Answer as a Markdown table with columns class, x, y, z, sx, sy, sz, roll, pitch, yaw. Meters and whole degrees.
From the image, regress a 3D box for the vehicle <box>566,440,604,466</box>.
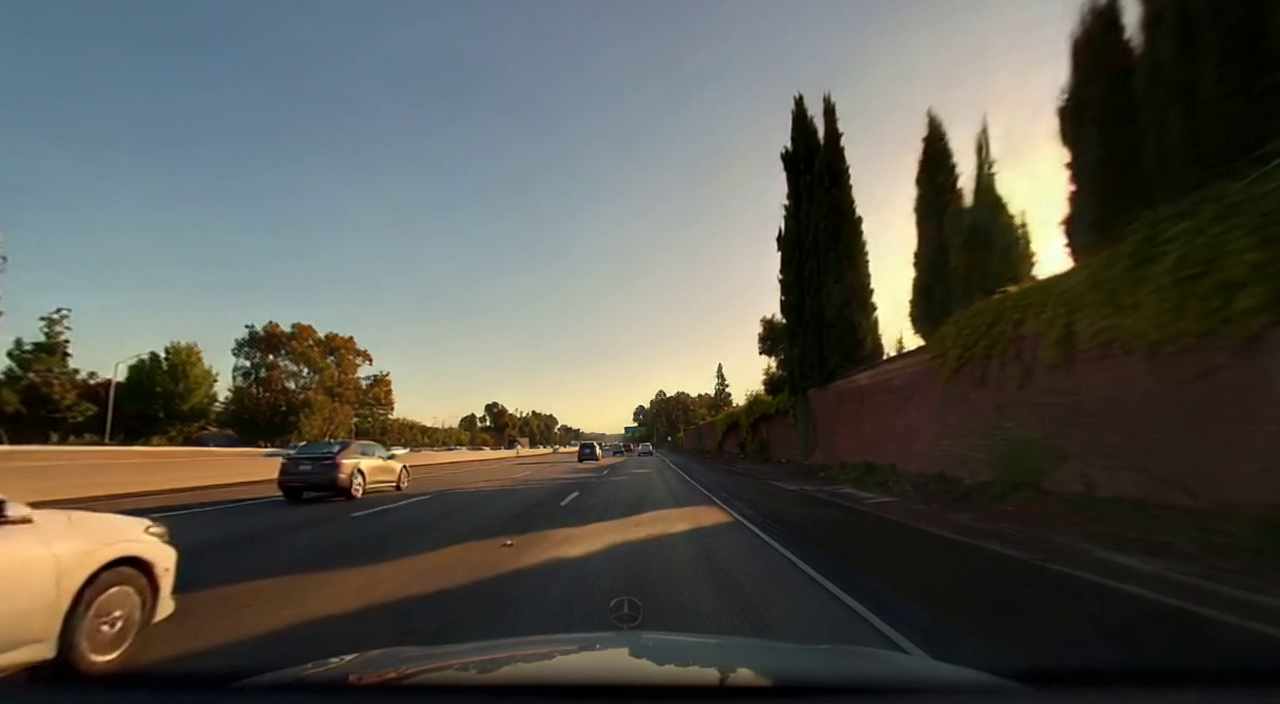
| class | x | y | z | sx | sy | sz | roll | pitch | yaw |
| --- | --- | --- | --- | --- | --- | --- | --- | --- | --- |
| vehicle | -3.585 | 6.633 | 41.532 | 2.036 | 1.636 | 4.511 | 0 | -8 | 1 |

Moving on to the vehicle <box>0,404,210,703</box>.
| class | x | y | z | sx | sy | sz | roll | pitch | yaw |
| --- | --- | --- | --- | --- | --- | --- | --- | --- | --- |
| vehicle | -3.753 | 0.807 | 1.547 | 1.945 | 1.484 | 4.803 | 0 | -8 | 1 |

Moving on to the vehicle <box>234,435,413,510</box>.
| class | x | y | z | sx | sy | sz | roll | pitch | yaw |
| --- | --- | --- | --- | --- | --- | --- | --- | --- | --- |
| vehicle | -7.142 | 2.726 | 14.777 | 1.942 | 1.502 | 4.216 | 0 | -8 | 1 |
